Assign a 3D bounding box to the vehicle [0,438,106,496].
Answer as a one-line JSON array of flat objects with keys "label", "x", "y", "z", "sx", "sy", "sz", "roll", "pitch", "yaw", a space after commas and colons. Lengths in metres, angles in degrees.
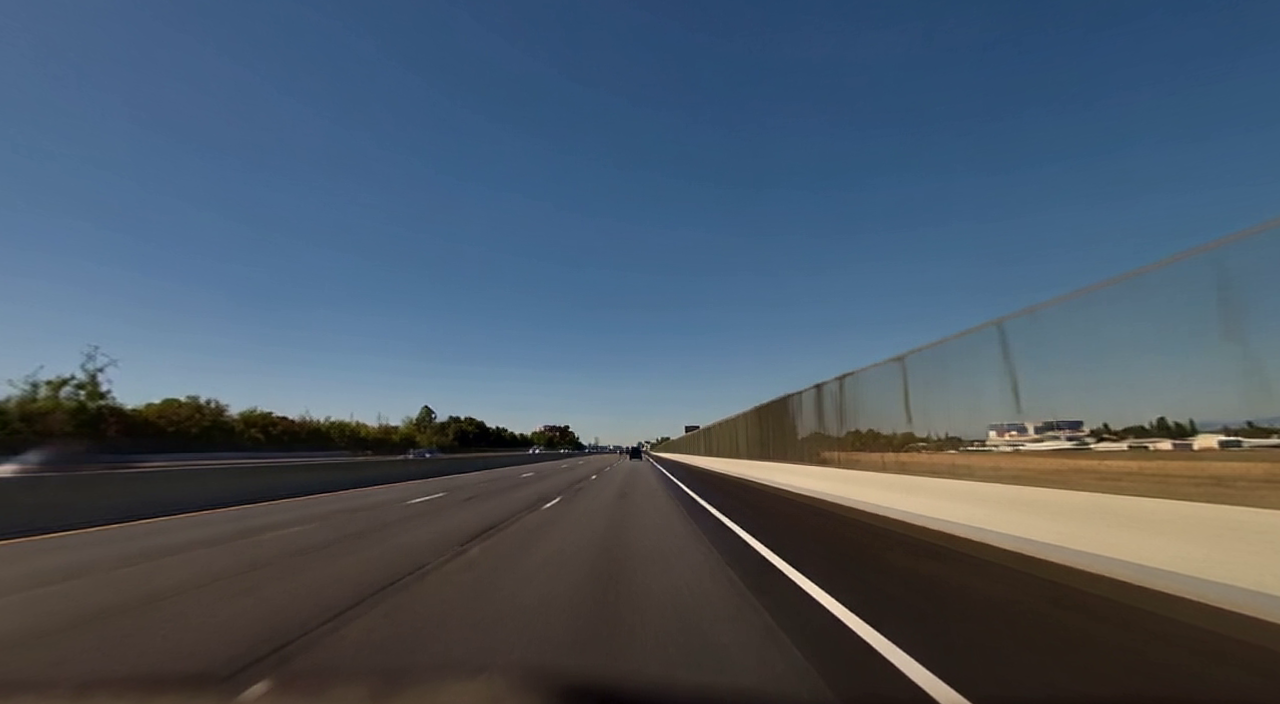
[{"label": "vehicle", "x": -19.875, "y": 3.594, "z": 19.870, "sx": 1.812, "sy": 1.678, "sz": 4.844, "roll": 0, "pitch": -9, "yaw": 0}]
